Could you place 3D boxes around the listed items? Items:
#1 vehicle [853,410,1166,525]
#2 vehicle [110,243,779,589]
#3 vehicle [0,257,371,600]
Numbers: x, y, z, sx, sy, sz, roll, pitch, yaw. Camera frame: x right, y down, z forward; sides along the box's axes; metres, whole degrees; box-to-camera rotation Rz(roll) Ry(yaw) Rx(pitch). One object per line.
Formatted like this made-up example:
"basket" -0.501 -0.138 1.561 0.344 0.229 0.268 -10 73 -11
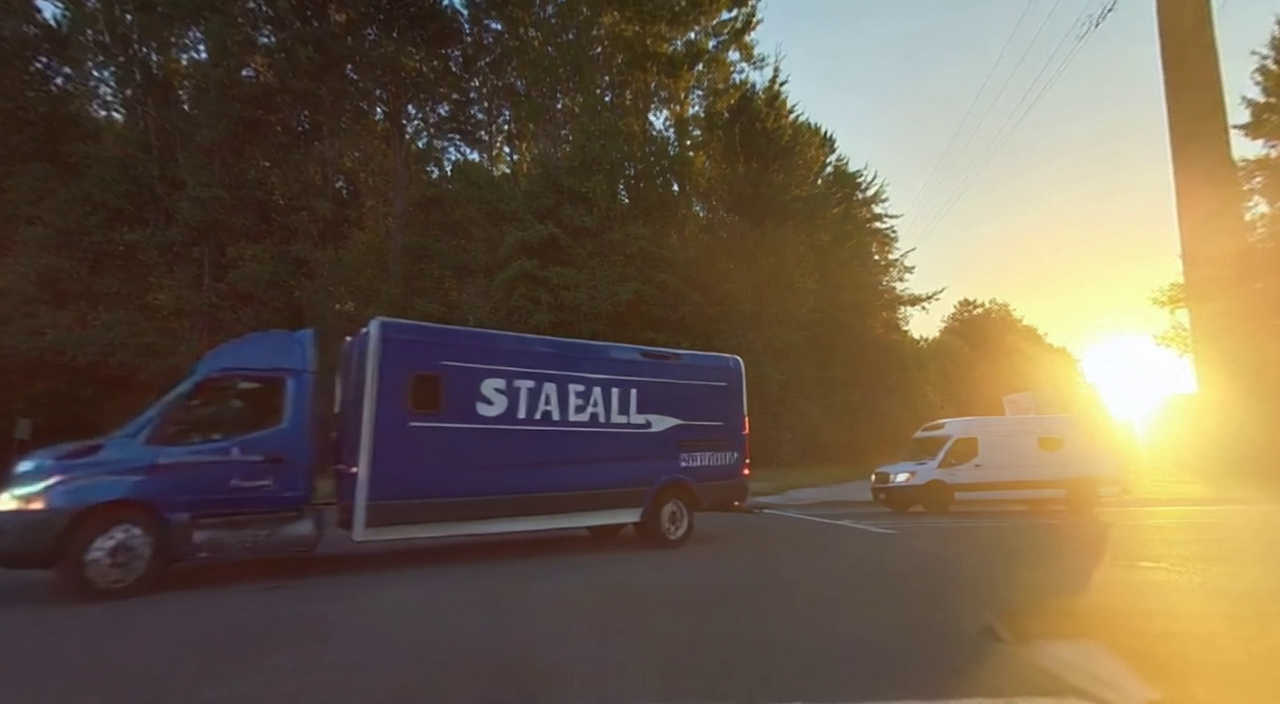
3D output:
"vehicle" 8.443 2.659 14.850 5.923 2.424 2.247 0 -9 -4
"vehicle" -2.153 1.191 10.509 9.765 3.622 2.740 6 -11 -35
"vehicle" -6.100 0.944 7.558 4.552 3.175 2.847 6 -11 -37
